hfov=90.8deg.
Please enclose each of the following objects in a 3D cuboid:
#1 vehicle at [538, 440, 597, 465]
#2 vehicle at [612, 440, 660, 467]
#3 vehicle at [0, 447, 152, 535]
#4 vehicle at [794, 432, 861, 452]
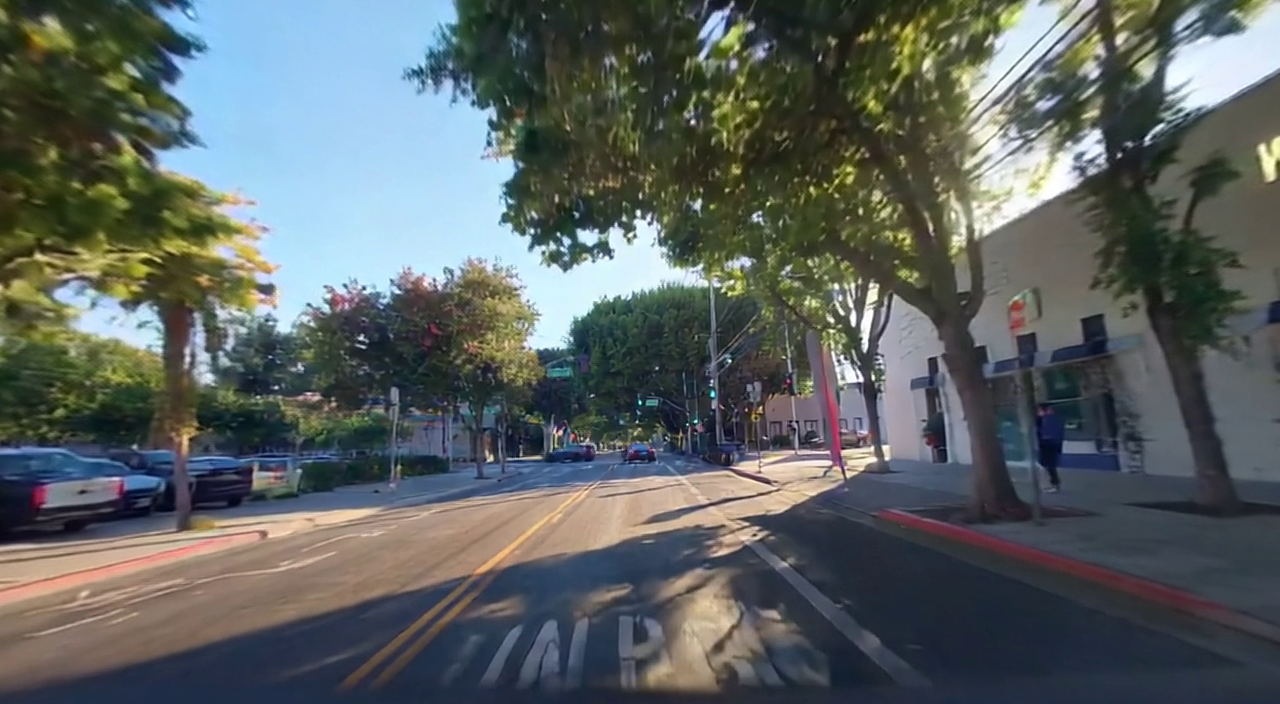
[{"bbox_3d":[-5.564,7.645,48.259,4.472,1.736,1.874,-6,-10,38],"label":"vehicle"},{"bbox_3d":[-0.323,6.011,37.592,2.118,1.478,4.624,2,-8,-10],"label":"vehicle"},{"bbox_3d":[-13.198,2.837,13.216,4.294,1.634,1.972,0,-8,1],"label":"vehicle"},{"bbox_3d":[14.552,6.983,49.213,4.632,1.484,1.907,0,-8,0],"label":"vehicle"}]
